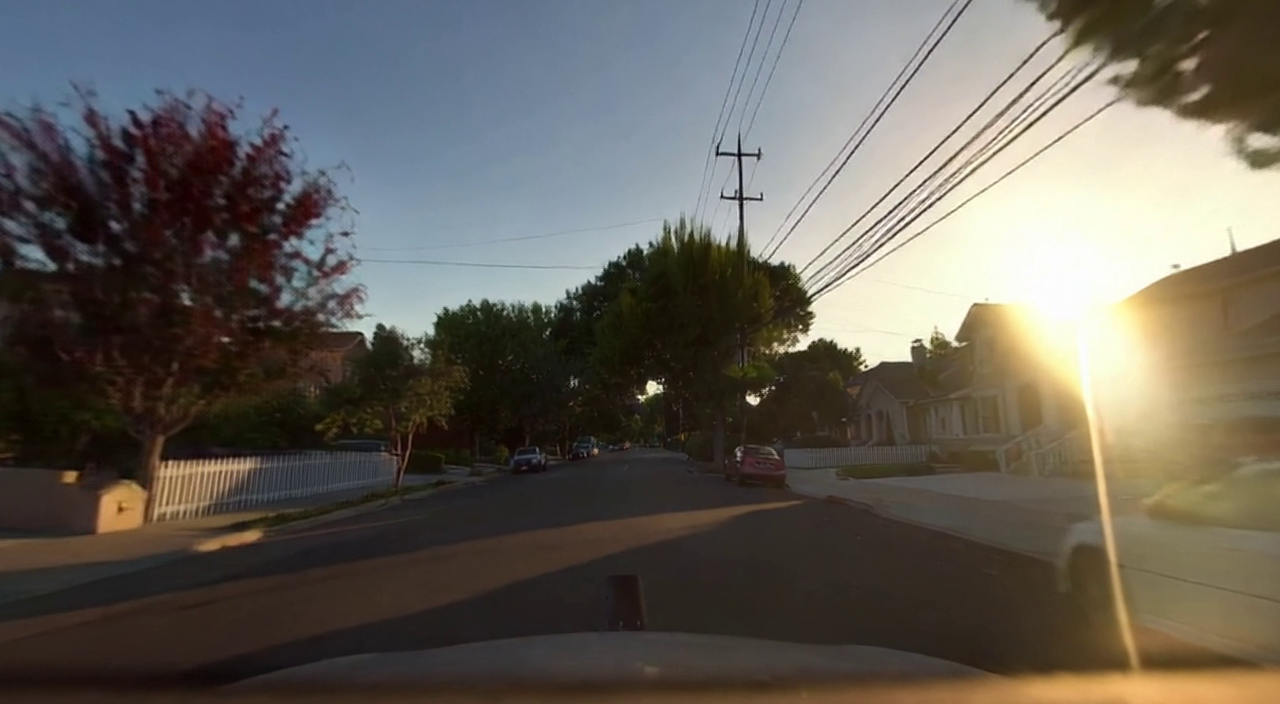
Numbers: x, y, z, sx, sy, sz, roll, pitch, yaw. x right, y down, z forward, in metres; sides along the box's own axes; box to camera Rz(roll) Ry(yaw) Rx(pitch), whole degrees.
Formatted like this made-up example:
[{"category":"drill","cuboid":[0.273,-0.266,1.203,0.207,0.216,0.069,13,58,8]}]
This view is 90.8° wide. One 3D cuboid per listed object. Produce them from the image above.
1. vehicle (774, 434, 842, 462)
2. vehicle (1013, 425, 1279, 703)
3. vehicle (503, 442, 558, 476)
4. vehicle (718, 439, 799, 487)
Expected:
[{"category":"vehicle","cuboid":[11.427,6.581,43.160,4.293,1.657,1.961,-3,-13,14]},{"category":"vehicle","cuboid":[4.208,1.058,2.811,1.936,1.464,5.141,0,-9,0]},{"category":"vehicle","cuboid":[-5.791,5.696,34.090,1.954,1.551,5.128,-3,-7,1]},{"category":"vehicle","cuboid":[4.180,3.990,22.975,2.020,1.558,3.925,1,-9,-3]}]
